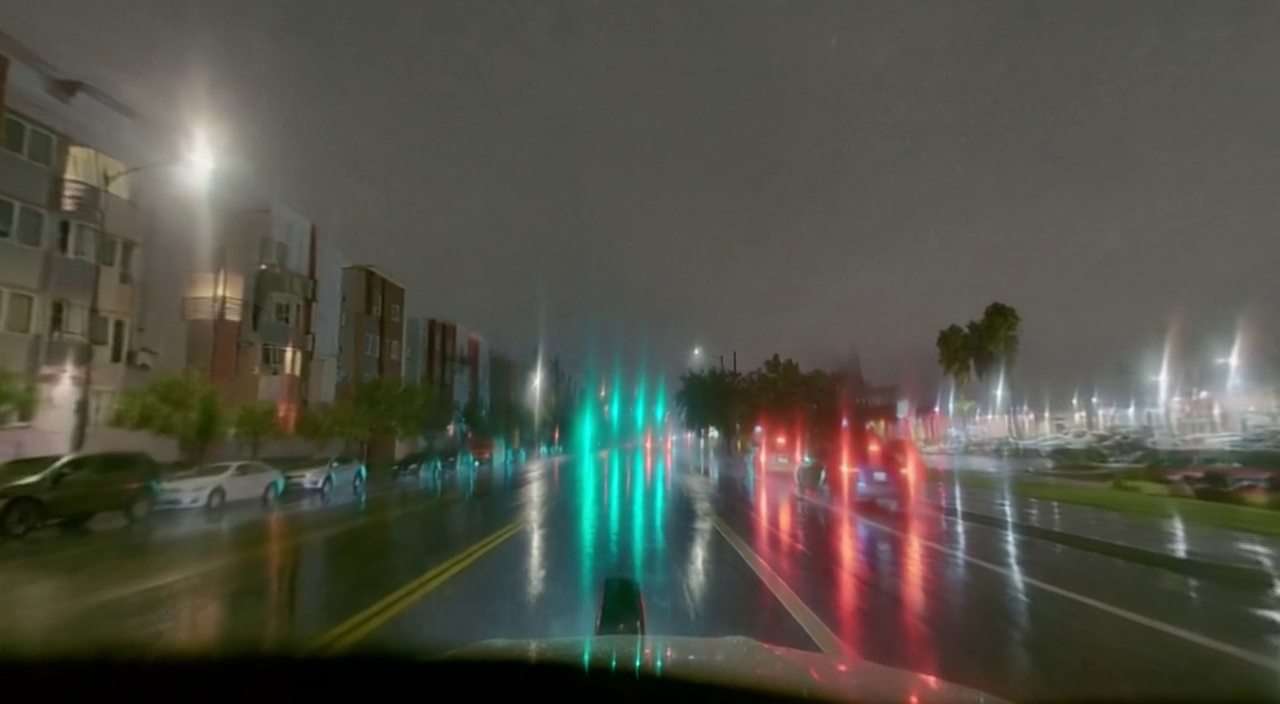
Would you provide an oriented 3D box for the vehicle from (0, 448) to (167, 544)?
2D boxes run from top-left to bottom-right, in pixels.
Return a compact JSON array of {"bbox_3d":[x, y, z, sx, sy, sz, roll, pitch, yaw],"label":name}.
[{"bbox_3d":[-12.606,2.900,13.386,1.908,1.694,4.306,0,-8,-3],"label":"vehicle"}]

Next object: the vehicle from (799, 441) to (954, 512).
[{"bbox_3d":[5.449,2.897,15.277,2.085,1.466,4.276,0,-8,0],"label":"vehicle"}]

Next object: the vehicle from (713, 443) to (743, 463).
[{"bbox_3d":[6.788,7.782,48.912,1.947,1.487,4.549,0,-8,4],"label":"vehicle"}]

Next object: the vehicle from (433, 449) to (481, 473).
[{"bbox_3d":[-12.204,7.265,42.364,1.723,1.418,4.359,0,-8,2],"label":"vehicle"}]

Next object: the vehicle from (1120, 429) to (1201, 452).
[{"bbox_3d":[36.740,6.285,44.760,1.780,1.479,4.556,0,-8,-1],"label":"vehicle"}]

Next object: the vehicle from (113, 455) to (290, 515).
[{"bbox_3d":[-12.688,3.833,18.746,1.779,1.433,4.633,0,-8,2],"label":"vehicle"}]

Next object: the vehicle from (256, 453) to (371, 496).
[{"bbox_3d":[-12.574,4.719,24.748,1.889,1.461,4.608,0,-8,2],"label":"vehicle"}]

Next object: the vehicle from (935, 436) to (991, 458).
[{"bbox_3d":[22.884,6.750,44.901,1.797,1.425,3.794,0,-8,-2],"label":"vehicle"}]

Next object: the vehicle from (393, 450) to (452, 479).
[{"bbox_3d":[-12.211,6.285,35.686,1.926,1.499,3.869,0,-8,1],"label":"vehicle"}]

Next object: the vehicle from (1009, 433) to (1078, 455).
[{"bbox_3d":[28.536,6.546,44.859,1.790,1.460,4.515,0,-8,-2],"label":"vehicle"}]

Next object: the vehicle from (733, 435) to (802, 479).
[{"bbox_3d":[5.694,4.769,29.065,2.102,1.781,5.470,0,-8,1],"label":"vehicle"}]

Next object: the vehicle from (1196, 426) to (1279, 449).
[{"bbox_3d":[42.027,6.084,44.575,1.793,1.525,4.157,0,-8,2],"label":"vehicle"}]
